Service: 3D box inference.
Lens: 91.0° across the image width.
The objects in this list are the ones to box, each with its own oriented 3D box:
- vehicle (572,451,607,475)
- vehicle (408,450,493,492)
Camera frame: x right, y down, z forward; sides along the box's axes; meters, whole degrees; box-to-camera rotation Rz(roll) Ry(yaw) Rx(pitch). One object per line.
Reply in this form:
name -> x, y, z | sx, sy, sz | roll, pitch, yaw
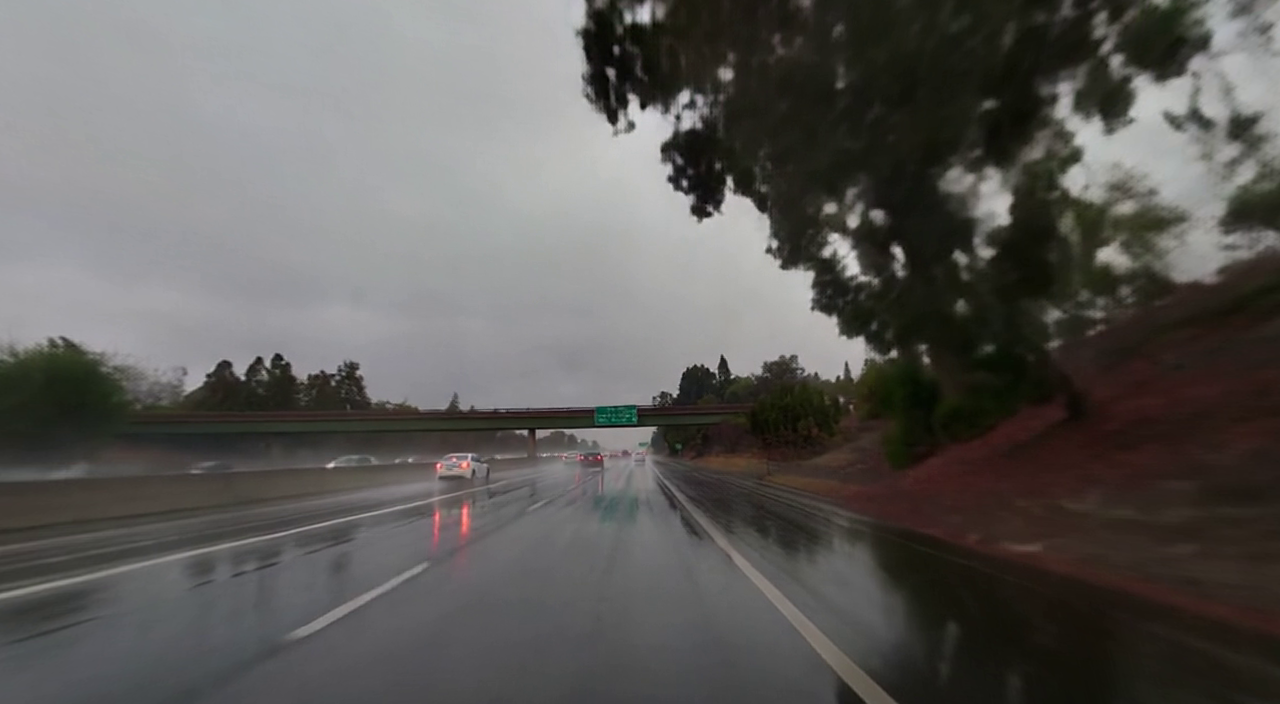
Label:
vehicle -> -3.572, 7.918, 45.224 | 2.102, 1.571, 4.666 | 0, -9, 0
vehicle -> -7.567, 4.780, 25.683 | 2.002, 1.507, 4.631 | 0, -9, 1
